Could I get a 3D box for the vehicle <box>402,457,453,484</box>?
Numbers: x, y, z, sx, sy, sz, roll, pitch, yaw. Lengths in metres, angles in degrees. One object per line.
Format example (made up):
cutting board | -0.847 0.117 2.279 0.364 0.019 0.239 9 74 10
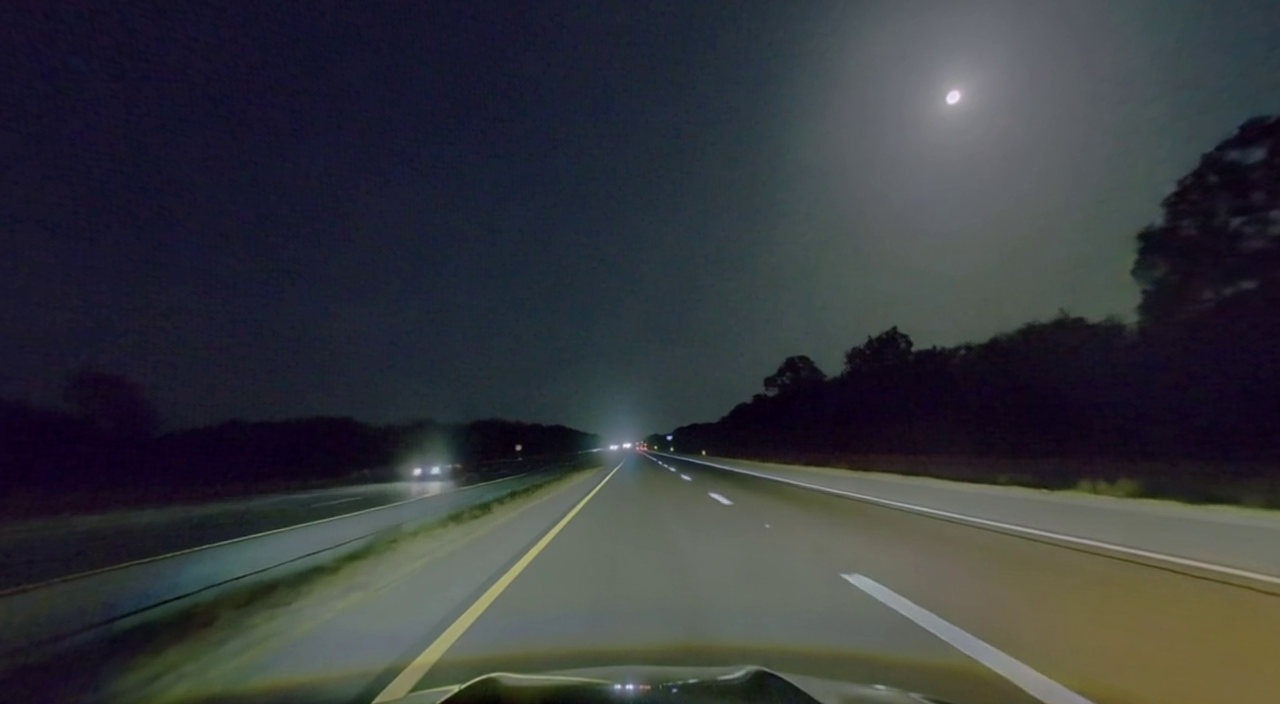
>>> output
vehicle | -13.315 7.415 39.435 1.829 1.480 4.160 -3 -9 -1
